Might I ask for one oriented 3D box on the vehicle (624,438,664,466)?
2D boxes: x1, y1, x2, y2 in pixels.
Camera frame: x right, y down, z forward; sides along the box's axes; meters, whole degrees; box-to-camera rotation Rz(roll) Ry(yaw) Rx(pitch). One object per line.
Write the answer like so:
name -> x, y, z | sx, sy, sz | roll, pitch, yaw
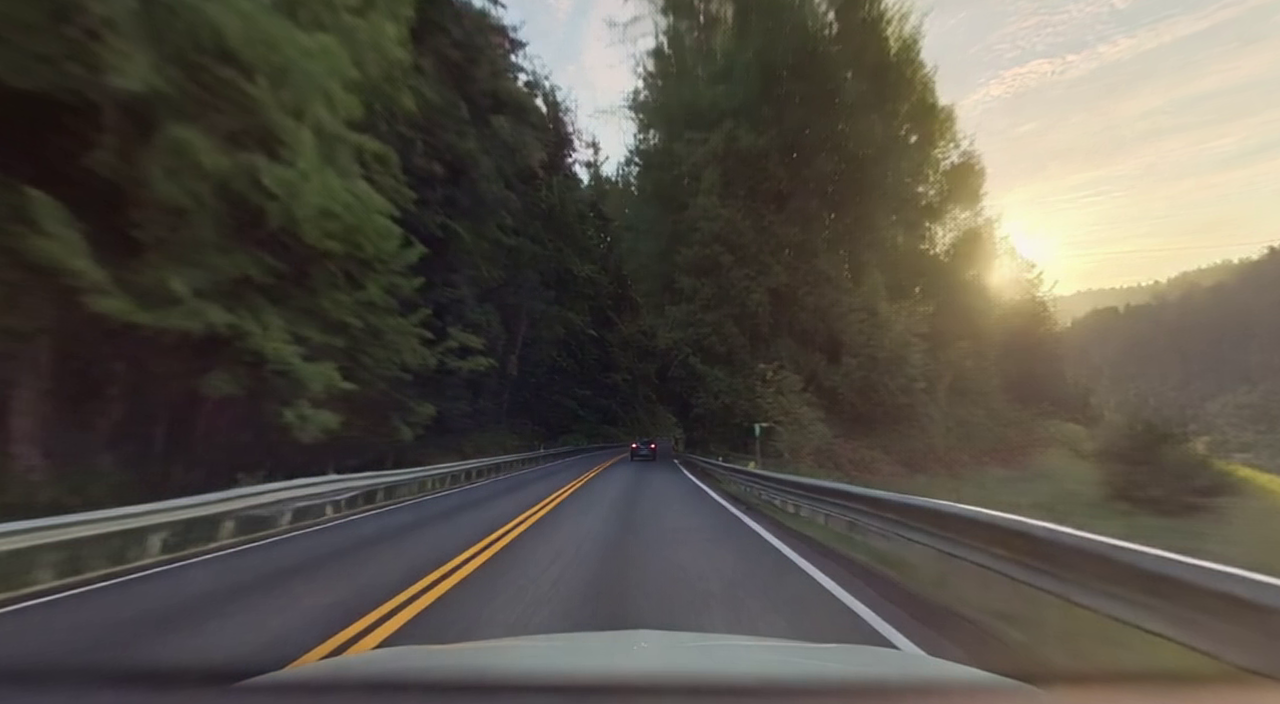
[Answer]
vehicle -> 0.241, 5.733, 36.446 | 2.120, 1.491, 4.349 | 0, -8, 1
